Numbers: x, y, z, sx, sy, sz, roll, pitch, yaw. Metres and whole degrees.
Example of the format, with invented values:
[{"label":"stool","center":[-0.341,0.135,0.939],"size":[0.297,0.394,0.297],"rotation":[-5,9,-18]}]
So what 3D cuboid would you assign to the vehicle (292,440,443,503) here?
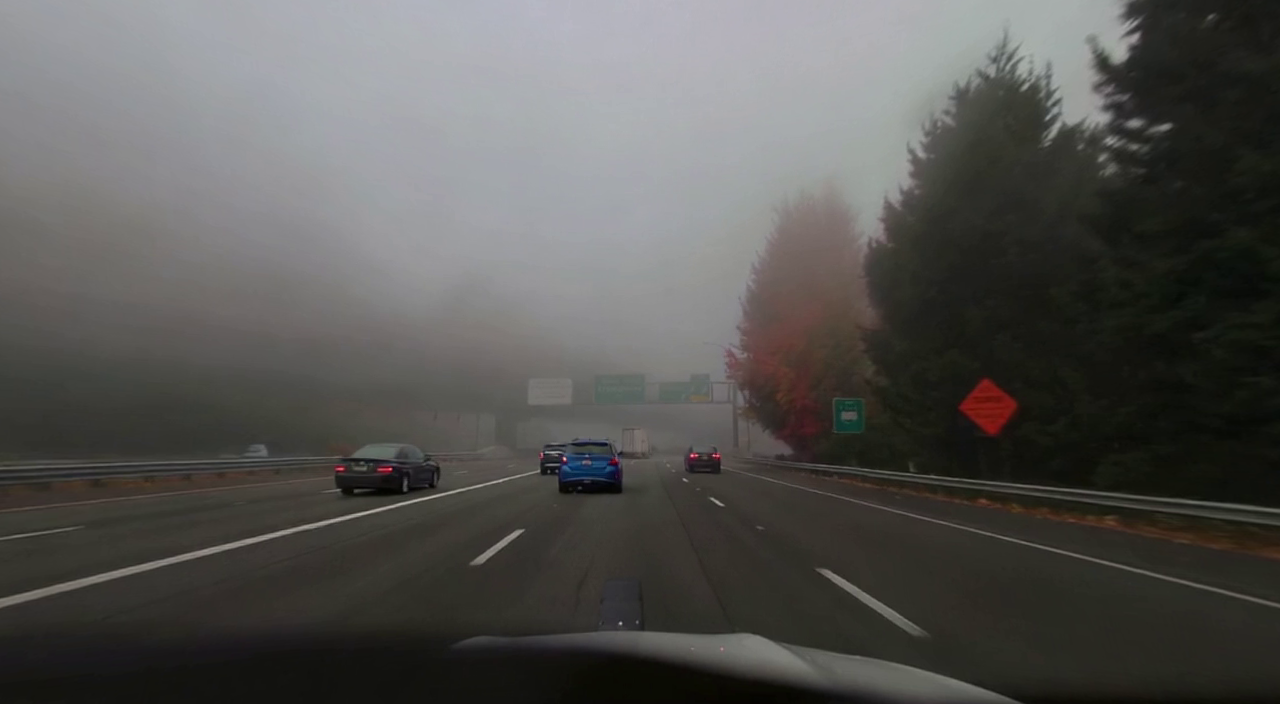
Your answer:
[{"label":"vehicle","center":[-7.379,3.256,17.692],"size":[2.057,1.496,4.661],"rotation":[0,-9,1]}]

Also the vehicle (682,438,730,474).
[{"label":"vehicle","center":[3.499,5.636,34.257],"size":[2.193,1.778,4.488],"rotation":[0,-9,1]}]

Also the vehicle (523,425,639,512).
[{"label":"vehicle","center":[-1.220,2.739,15.236],"size":[2.101,1.742,4.495],"rotation":[0,-9,3]}]
